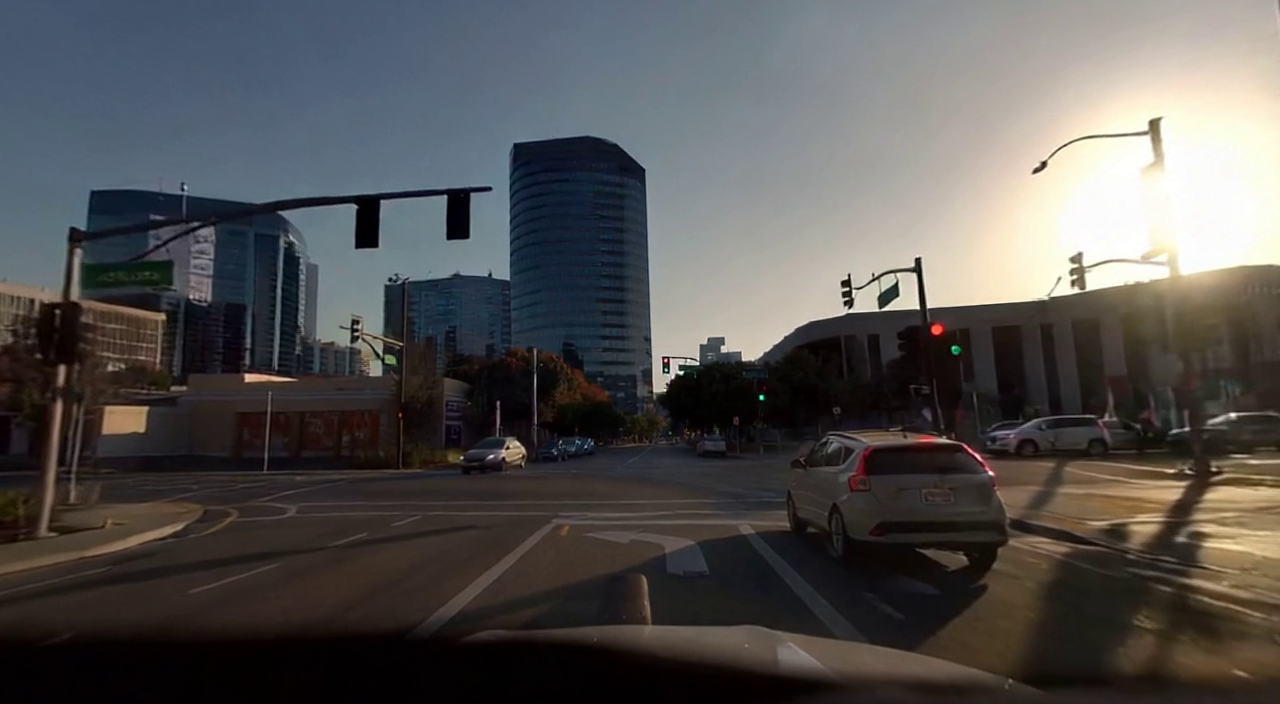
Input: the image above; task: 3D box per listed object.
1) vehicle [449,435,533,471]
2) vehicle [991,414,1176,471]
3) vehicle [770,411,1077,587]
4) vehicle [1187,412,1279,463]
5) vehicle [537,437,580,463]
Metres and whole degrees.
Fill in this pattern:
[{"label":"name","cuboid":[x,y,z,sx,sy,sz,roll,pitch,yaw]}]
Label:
[{"label":"vehicle","cuboid":[-7.676,5.231,32.932,1.972,1.693,4.516,-4,-9,22]},{"label":"vehicle","cuboid":[14.631,3.014,21.023,4.611,1.778,1.939,0,-8,0]},{"label":"vehicle","cuboid":[2.965,1.612,7.679,1.947,1.576,3.825,0,-8,0]},{"label":"vehicle","cuboid":[21.522,2.913,21.424,4.095,1.640,1.848,0,-8,0]},{"label":"vehicle","cuboid":[-5.590,6.805,43.861,2.115,1.690,4.322,-1,-8,4]}]
